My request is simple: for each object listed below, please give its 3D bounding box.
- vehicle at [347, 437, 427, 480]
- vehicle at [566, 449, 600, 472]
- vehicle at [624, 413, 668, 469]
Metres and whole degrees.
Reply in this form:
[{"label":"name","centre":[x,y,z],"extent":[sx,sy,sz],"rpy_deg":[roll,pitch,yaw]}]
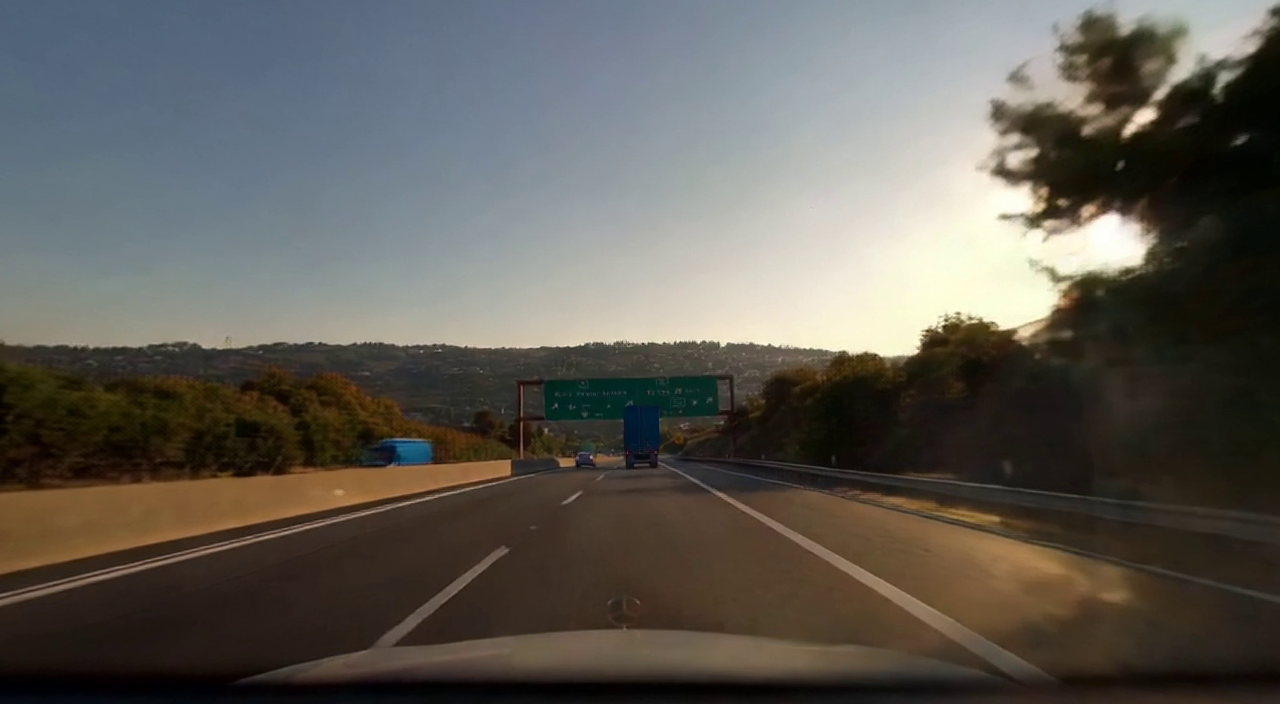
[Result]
[{"label":"vehicle","centre":[-16.152,6.824,40.821],"extent":[2.236,2.527,6.874],"rpy_deg":[0,-9,0]},{"label":"vehicle","centre":[-4.056,7.806,45.654],"extent":[2.053,1.523,4.450],"rpy_deg":[0,-9,0]},{"label":"vehicle","centre":[0.271,6.874,48.328],"extent":[2.864,3.805,9.500],"rpy_deg":[0,-9,-2]}]
